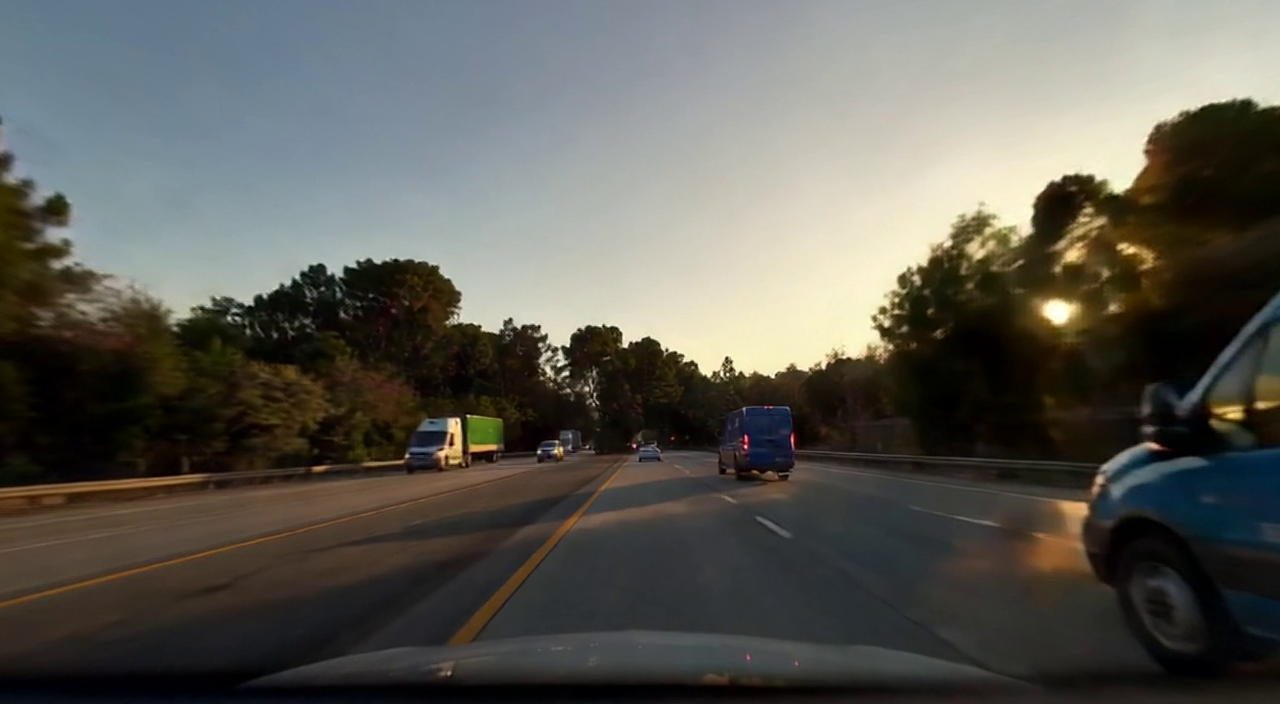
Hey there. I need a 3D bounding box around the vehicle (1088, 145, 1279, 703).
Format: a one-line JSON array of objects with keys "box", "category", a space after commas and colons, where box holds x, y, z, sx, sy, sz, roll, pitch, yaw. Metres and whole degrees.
[{"box": [4.115, 0.054, 0.389, 2.393, 2.679, 7.059, 0, -8, 0], "category": "vehicle"}]

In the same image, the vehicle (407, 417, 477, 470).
[{"box": [-15.014, 6.984, 48.203, 3.286, 3.794, 5.668, 0, -8, 2], "category": "vehicle"}]

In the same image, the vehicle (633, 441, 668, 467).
[{"box": [0.667, 6.559, 40.628, 2.121, 1.590, 4.434, 0, -8, 1], "category": "vehicle"}]

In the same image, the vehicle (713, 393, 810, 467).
[{"box": [7.815, 5.610, 43.931, 3.479, 4.156, 17.231, 0, -8, 0], "category": "vehicle"}]
